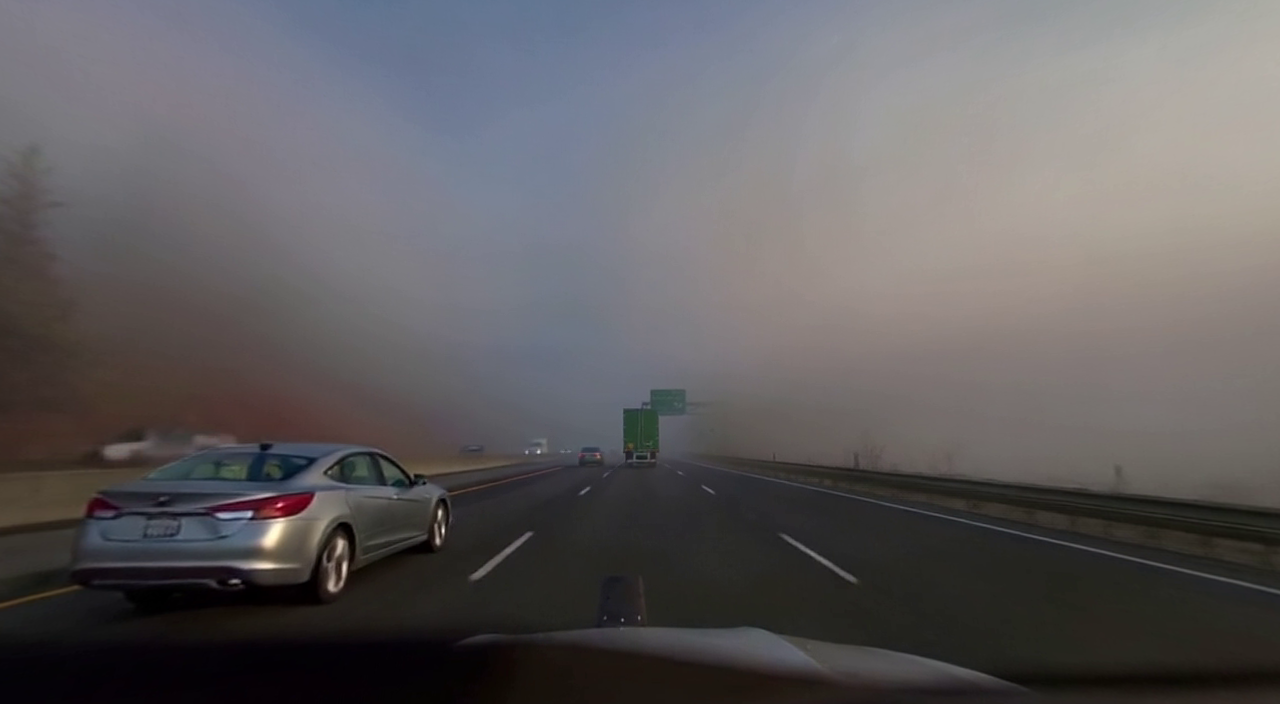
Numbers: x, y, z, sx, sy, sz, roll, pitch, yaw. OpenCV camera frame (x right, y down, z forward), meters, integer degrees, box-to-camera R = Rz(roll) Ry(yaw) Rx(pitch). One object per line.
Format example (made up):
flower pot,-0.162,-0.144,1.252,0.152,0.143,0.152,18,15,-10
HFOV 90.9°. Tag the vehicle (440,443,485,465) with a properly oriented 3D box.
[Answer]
vehicle,-12.642,7.286,45.058,2.104,1.492,3.856,0,-9,0

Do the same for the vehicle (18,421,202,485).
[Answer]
vehicle,-16.897,3.266,20.475,2.073,1.817,4.402,0,-9,0

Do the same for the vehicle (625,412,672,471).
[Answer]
vehicle,0.454,6.305,43.999,2.893,3.628,9.081,0,-9,-1
